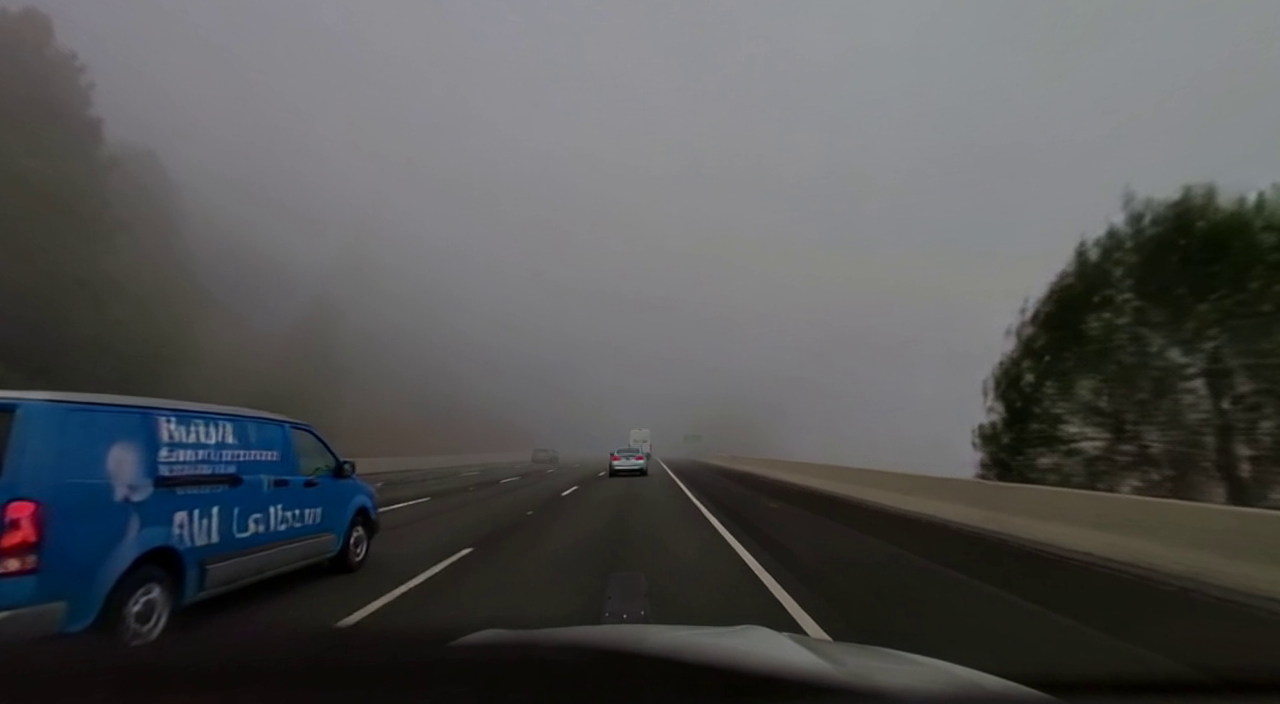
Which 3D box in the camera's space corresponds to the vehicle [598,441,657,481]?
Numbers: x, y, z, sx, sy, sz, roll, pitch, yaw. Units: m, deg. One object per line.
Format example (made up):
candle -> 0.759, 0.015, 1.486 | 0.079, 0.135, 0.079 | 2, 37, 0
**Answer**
vehicle -> -0.469, 4.422, 25.781 | 2.238, 1.479, 3.672 | 0, -9, 0
